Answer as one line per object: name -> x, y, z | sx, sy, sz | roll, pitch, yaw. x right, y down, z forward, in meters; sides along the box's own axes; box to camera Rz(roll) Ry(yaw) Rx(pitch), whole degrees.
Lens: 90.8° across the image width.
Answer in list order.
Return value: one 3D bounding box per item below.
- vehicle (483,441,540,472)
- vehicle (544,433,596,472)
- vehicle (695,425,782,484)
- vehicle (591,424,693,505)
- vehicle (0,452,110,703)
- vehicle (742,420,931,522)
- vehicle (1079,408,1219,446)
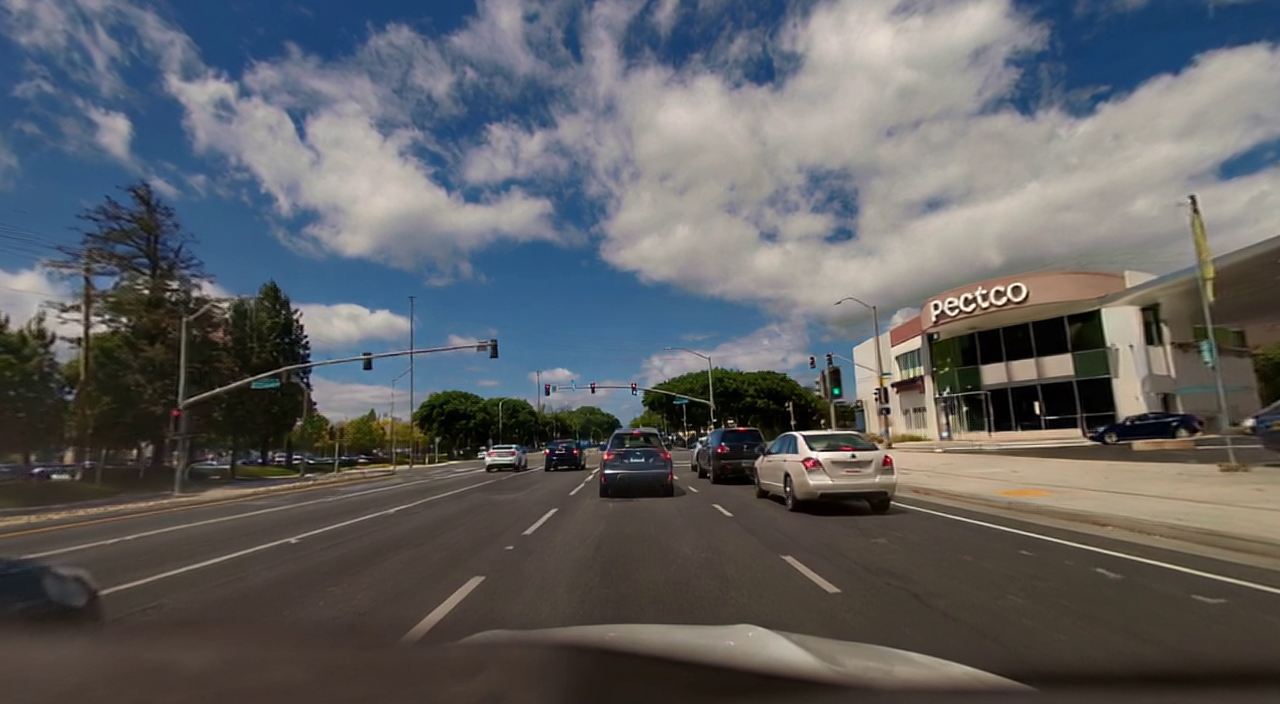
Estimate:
vehicle -> -6.502, 5.357, 32.490 | 1.954, 1.473, 4.350 | 0, -9, 1
vehicle -> -3.435, 5.037, 31.816 | 2.106, 1.778, 4.444 | 0, -9, 0
vehicle -> 3.240, 3.527, 21.879 | 2.144, 1.802, 4.609 | 0, -9, -1
vehicle -> -0.040, 2.685, 15.394 | 2.146, 1.685, 4.003 | 0, -9, -3
vehicle -> -3.517, 0.834, 0.893 | 1.980, 1.321, 4.113 | 0, -9, 0
vehicle -> 3.604, 2.298, 12.721 | 2.198, 1.660, 4.512 | 0, -9, -2
vehicle -> 24.008, 3.597, 29.954 | 4.854, 1.712, 2.017 | 0, -9, -1
